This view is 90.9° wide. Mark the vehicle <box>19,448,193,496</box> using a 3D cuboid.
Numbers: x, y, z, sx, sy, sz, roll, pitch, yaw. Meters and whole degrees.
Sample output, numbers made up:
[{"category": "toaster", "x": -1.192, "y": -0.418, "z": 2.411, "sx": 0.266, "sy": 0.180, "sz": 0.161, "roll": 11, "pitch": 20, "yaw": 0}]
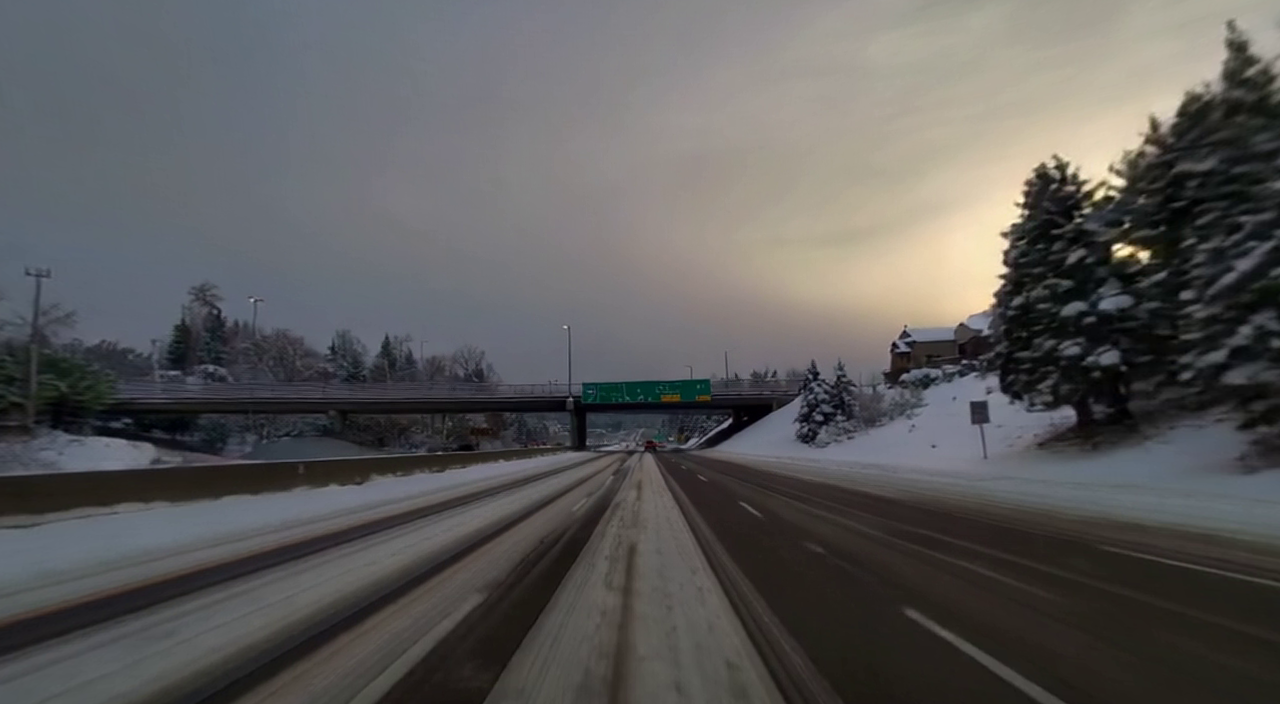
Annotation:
[{"category": "vehicle", "x": -18.247, "y": 4.099, "z": 21.939, "sx": 1.956, "sy": 1.444, "sz": 4.602, "roll": 0, "pitch": -8, "yaw": 1}]

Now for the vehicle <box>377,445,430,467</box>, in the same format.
[{"category": "vehicle", "x": -17.224, "y": 7.598, "z": 46.231, "sx": 2.042, "sy": 1.464, "sz": 4.538, "roll": 0, "pitch": -8, "yaw": 2}]
